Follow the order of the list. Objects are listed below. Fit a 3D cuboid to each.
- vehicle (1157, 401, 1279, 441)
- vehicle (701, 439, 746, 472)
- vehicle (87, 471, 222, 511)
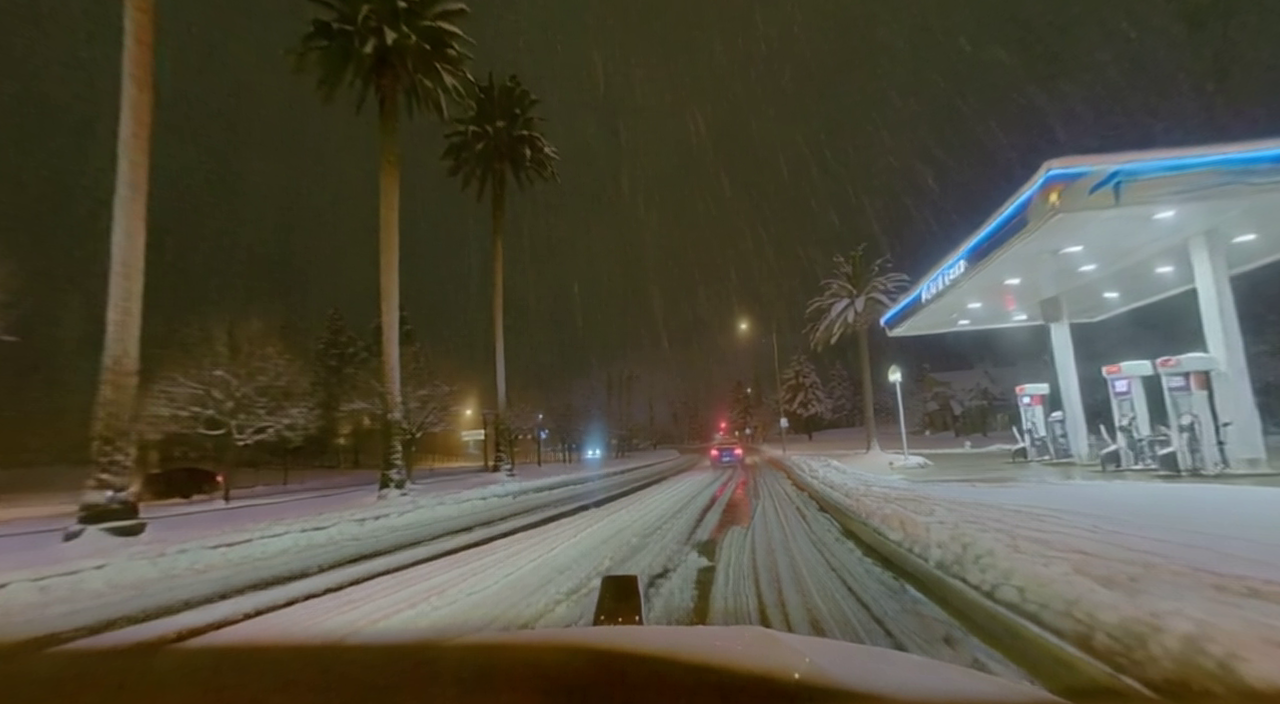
[{"bbox_3d":[29.223,3.492,31.536,4.513,1.657,2.002,-6,-10,15],"label":"vehicle"},{"bbox_3d":[4.329,5.264,32.156,2.050,1.509,4.148,-2,-9,10],"label":"vehicle"},{"bbox_3d":[-21.219,6.062,27.799,1.825,1.441,4.656,-1,-9,9],"label":"vehicle"}]
